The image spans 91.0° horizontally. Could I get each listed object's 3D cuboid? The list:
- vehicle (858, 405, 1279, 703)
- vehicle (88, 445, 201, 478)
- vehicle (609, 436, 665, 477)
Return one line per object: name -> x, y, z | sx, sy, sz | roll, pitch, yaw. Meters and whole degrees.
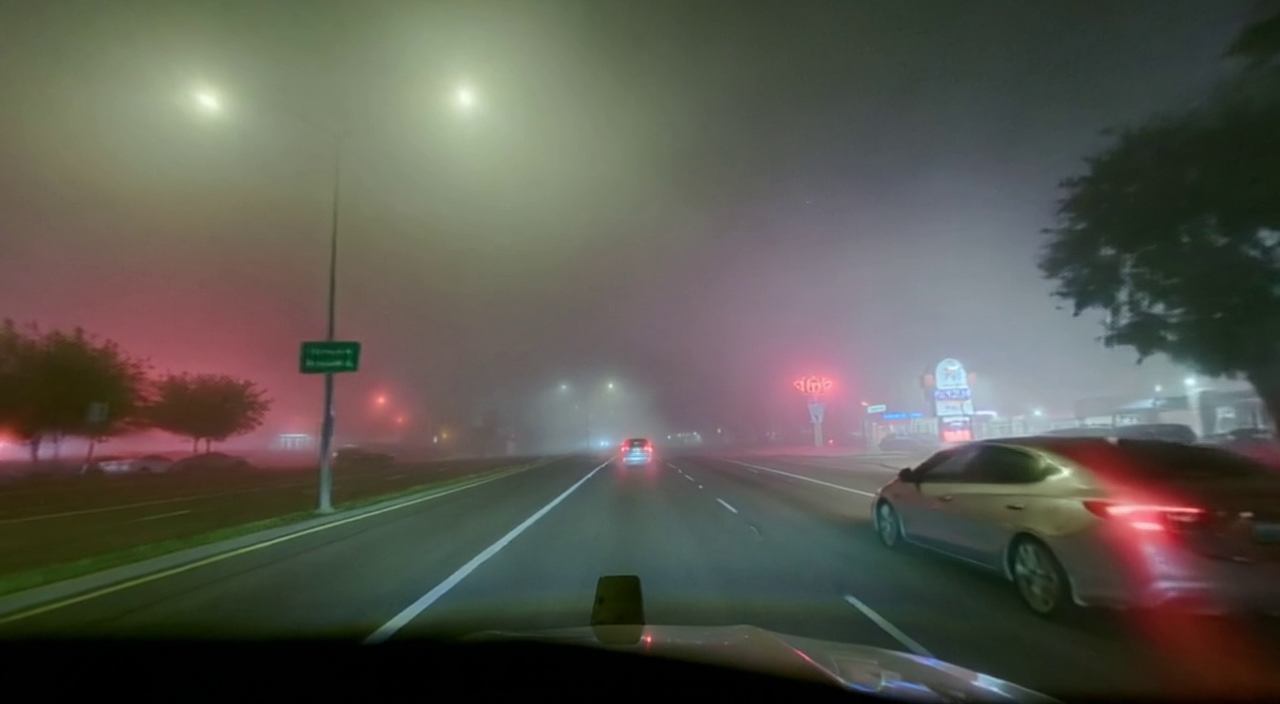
vehicle -> 3.853, 1.345, 5.507 | 2.153, 1.456, 4.705 | 0, -8, -1
vehicle -> -27.235, 6.023, 34.728 | 4.519, 1.712, 1.932 | 0, -8, -1
vehicle -> -0.131, 3.996, 24.236 | 1.998, 1.452, 3.773 | 0, -8, -1
